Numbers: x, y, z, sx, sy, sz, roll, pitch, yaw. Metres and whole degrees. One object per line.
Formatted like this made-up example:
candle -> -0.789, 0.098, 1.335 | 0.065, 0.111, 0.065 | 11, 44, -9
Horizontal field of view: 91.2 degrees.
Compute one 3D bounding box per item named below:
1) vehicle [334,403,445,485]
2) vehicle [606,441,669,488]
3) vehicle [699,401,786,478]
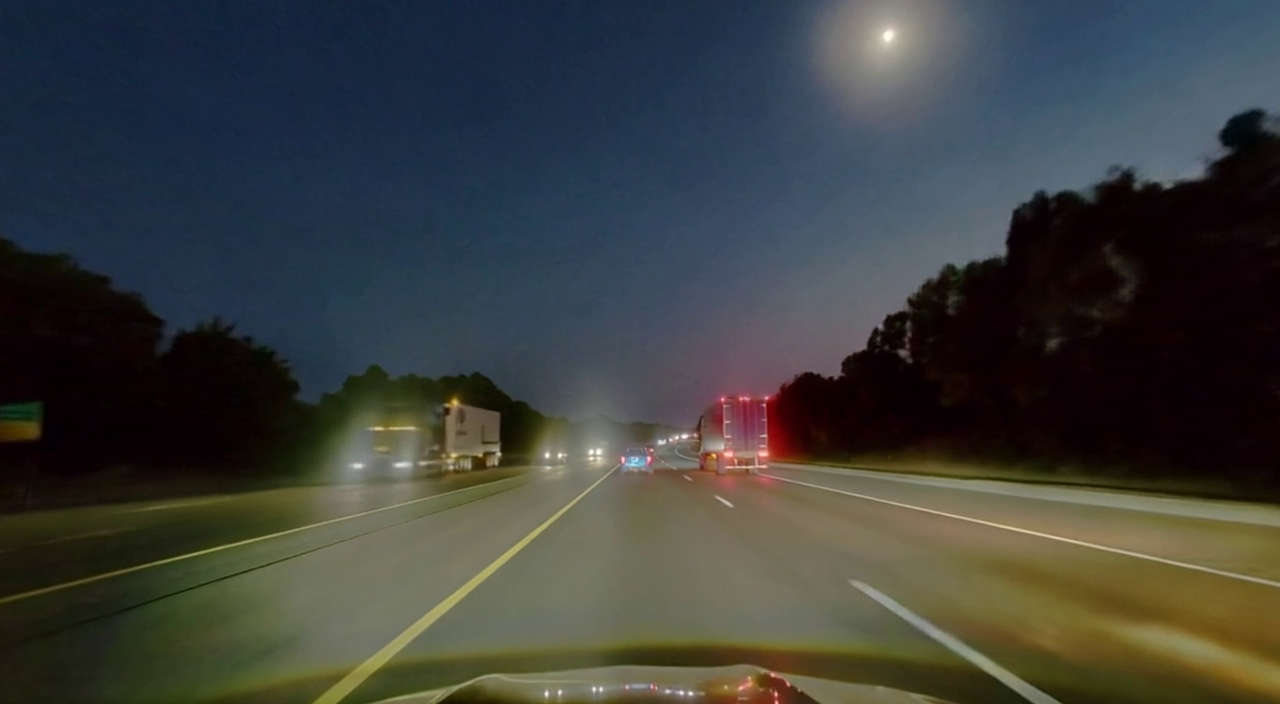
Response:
vehicle -> -13.330, 5.008, 34.148 | 3.013, 3.911, 7.182 | -1, -9, 0
vehicle -> -0.110, 3.994, 22.550 | 2.066, 1.490, 3.759 | 0, -9, -1
vehicle -> 4.640, 4.211, 29.933 | 2.791, 3.201, 7.145 | -1, -9, -1
